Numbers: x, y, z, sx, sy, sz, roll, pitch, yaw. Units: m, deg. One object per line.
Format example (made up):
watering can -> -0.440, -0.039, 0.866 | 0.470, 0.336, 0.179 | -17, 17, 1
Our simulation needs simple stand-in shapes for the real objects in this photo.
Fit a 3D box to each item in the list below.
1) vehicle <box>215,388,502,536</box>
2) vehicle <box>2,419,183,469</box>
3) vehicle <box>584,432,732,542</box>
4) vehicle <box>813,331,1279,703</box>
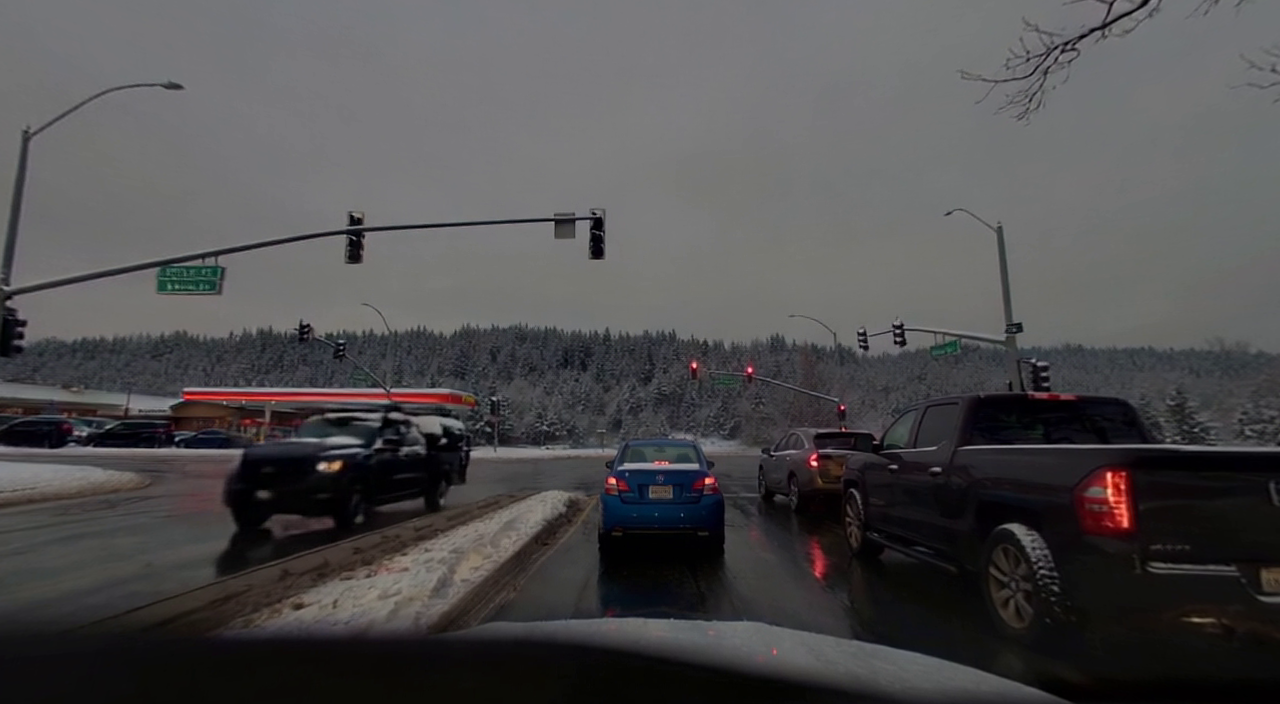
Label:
vehicle -> -4.745, 2.011, 12.090 | 2.615, 2.031, 5.638 | 2, -8, 3
vehicle -> -19.704, 3.334, 22.858 | 4.742, 1.720, 2.107 | -1, -8, 5
vehicle -> 0.252, 2.140, 10.653 | 2.027, 1.494, 3.824 | 0, -8, 0
vehicle -> 3.585, 1.279, 5.746 | 2.277, 1.871, 6.143 | 0, -8, 0
